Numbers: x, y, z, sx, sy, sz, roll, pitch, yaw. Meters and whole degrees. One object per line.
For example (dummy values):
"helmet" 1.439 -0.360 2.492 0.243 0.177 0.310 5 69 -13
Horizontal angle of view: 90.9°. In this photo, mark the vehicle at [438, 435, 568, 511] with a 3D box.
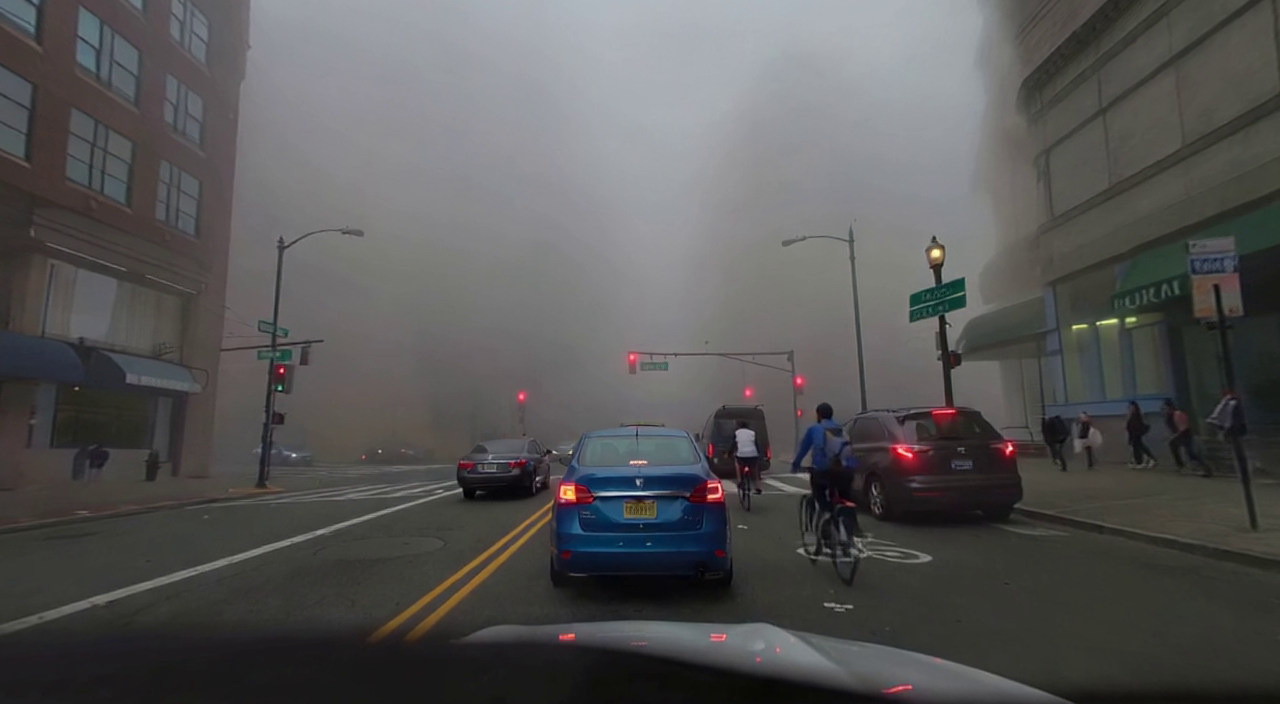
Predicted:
"vehicle" -2.943 2.708 14.622 2.039 1.452 4.489 0 -9 0

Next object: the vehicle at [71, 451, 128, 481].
"vehicle" -33.553 7.029 39.267 2.264 1.722 4.721 6 -11 -36

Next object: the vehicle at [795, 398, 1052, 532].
"vehicle" 4.512 1.909 11.122 2.142 1.829 4.767 0 -9 -2

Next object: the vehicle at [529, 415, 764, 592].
"vehicle" 0.027 1.655 7.710 2.091 1.557 4.000 0 -9 -1
